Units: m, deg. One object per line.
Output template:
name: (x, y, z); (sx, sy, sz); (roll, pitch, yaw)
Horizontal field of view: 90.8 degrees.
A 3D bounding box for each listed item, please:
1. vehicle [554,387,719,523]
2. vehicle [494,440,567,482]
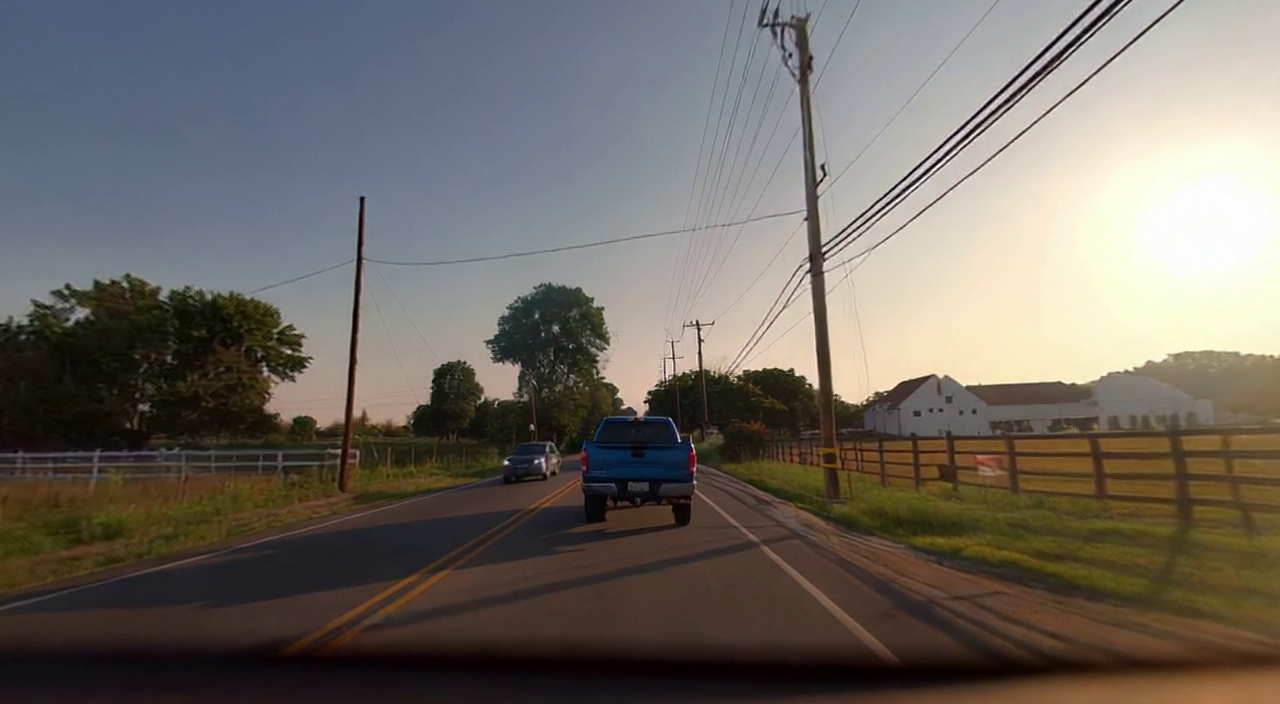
vehicle: (-0.087, 2.116, 13.352); (2.693, 2.223, 5.885); (0, -8, -1)
vehicle: (-4.101, 4.177, 24.414); (1.974, 1.455, 4.289); (0, -8, 1)
